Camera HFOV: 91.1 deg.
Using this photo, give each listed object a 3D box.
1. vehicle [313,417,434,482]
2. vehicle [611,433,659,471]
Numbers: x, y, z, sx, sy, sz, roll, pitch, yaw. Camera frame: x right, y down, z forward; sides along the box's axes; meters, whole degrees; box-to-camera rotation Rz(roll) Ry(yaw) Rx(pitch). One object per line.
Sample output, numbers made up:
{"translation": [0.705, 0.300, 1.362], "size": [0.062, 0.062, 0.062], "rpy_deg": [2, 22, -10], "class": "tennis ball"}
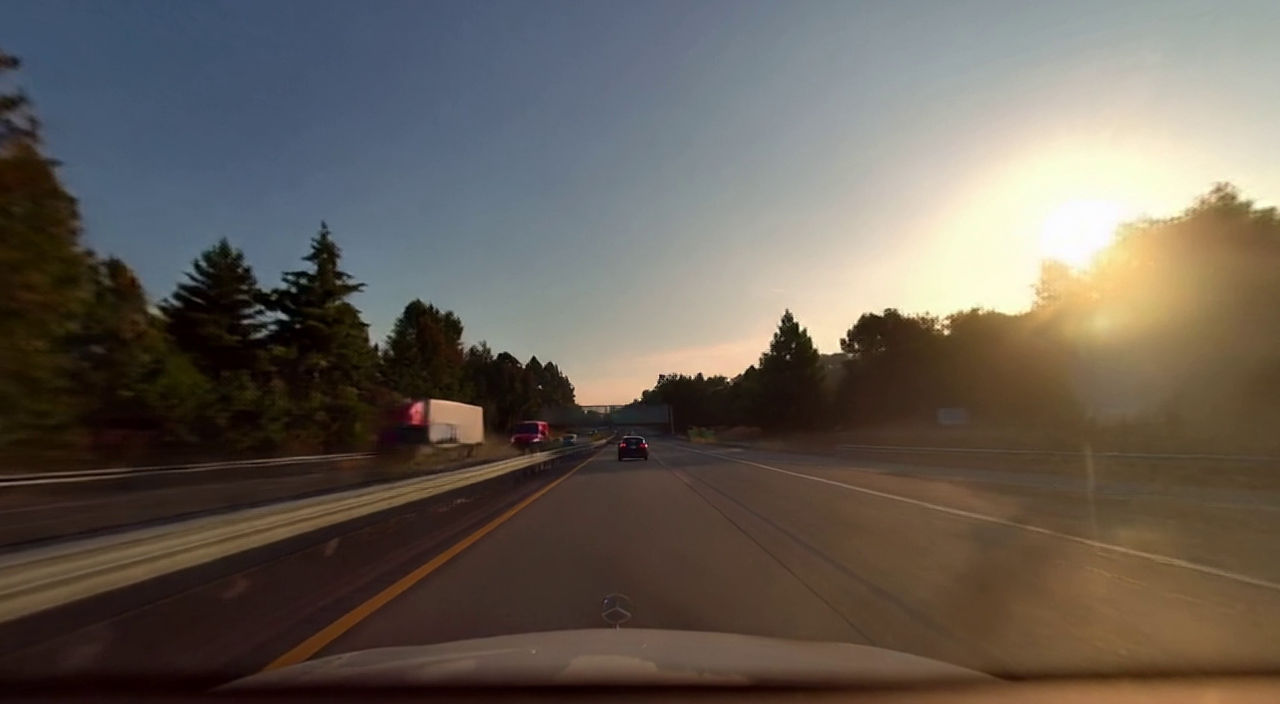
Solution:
{"translation": [-9.341, 3.450, 22.637], "size": [2.141, 2.026, 5.060], "rpy_deg": [0, -8, 0], "class": "vehicle"}
{"translation": [-0.252, 4.152, 26.481], "size": [1.897, 1.479, 3.724], "rpy_deg": [0, -8, -2], "class": "vehicle"}
